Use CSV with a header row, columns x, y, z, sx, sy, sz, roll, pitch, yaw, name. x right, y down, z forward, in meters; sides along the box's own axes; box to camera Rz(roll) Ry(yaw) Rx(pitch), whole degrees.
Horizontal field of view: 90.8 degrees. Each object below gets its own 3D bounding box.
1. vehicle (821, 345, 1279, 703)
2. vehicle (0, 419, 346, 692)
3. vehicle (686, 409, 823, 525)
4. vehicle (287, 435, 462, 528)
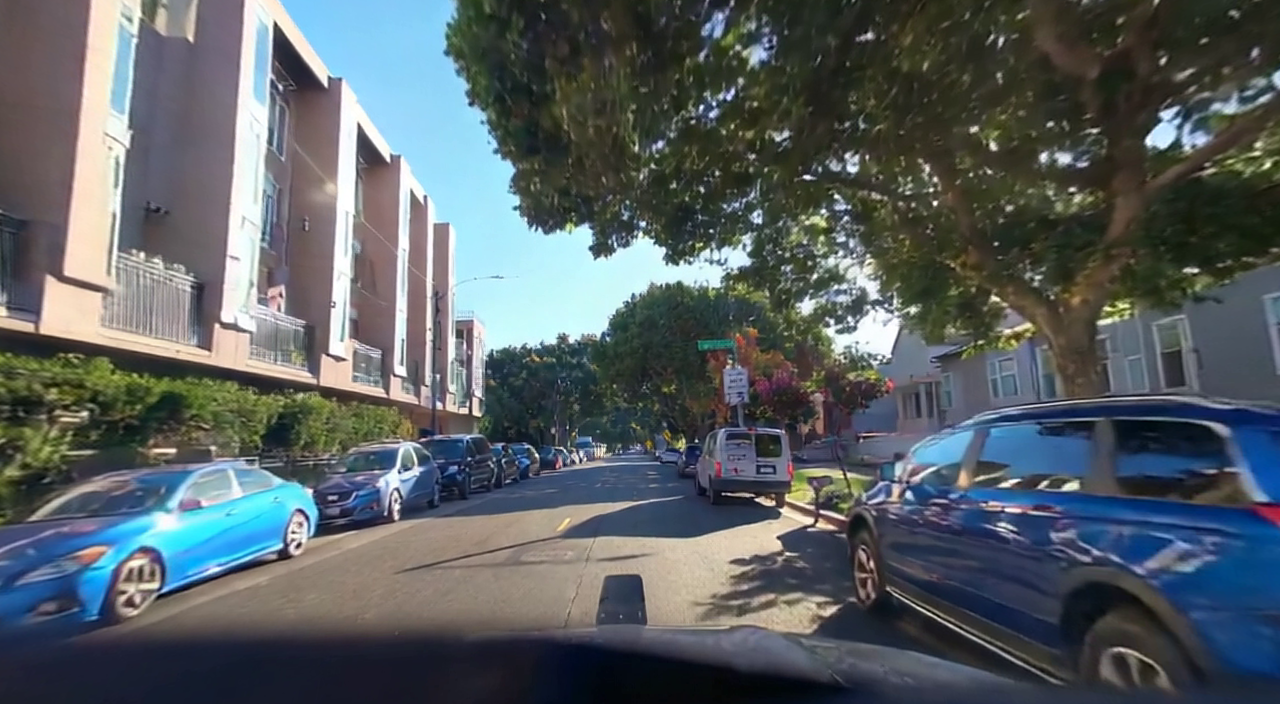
x,y,z,sx,sy,sz,roll,pitch,yaw,name
2.837,1.085,3.656,2.031,1.655,5.148,0,-8,0,vehicle
-5.617,1.839,7.317,2.101,1.646,5.001,-1,-1,-1,vehicle
2.608,2.665,15.996,2.259,2.119,5.281,0,-2,-3,vehicle
-5.648,2.763,14.210,1.838,1.725,4.660,0,-8,1,vehicle
